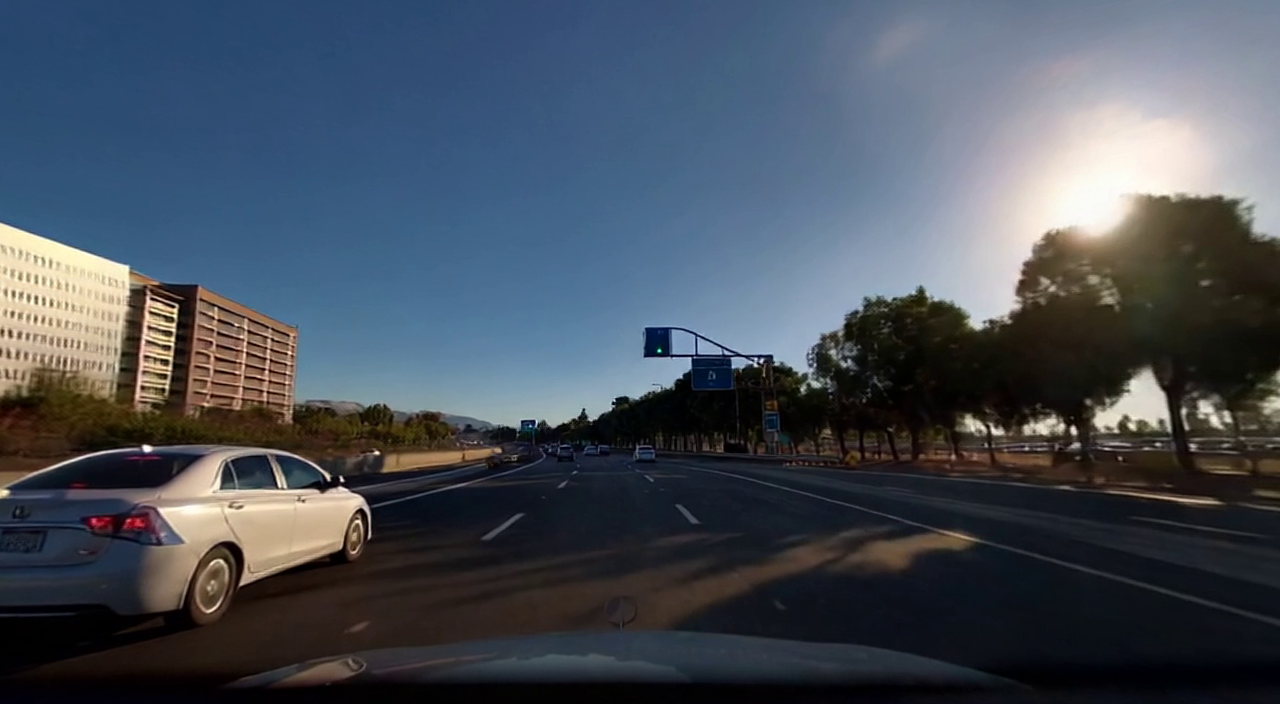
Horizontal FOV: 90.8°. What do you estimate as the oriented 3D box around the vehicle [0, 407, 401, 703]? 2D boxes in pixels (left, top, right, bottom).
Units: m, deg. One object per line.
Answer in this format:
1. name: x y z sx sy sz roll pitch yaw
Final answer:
1. vehicle: -3.905 1.337 5.383 2.018 1.476 4.364 0 -8 0
